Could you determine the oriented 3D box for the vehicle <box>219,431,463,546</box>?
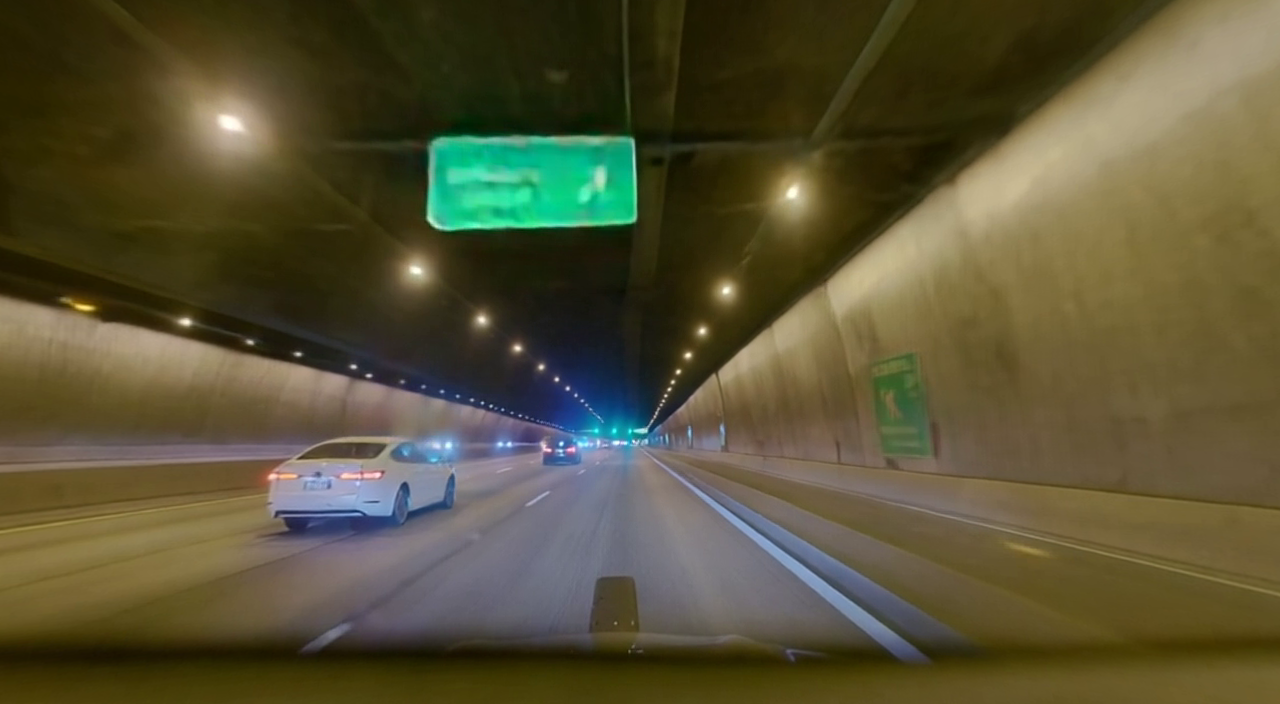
[{"bbox_3d":[-4.398,2.039,10.149,1.885,1.424,4.230,0,-8,0],"label":"vehicle"}]

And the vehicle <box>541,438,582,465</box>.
[{"bbox_3d":[-4.613,5.926,37.531,1.973,1.474,4.199,0,-8,-1],"label":"vehicle"}]
